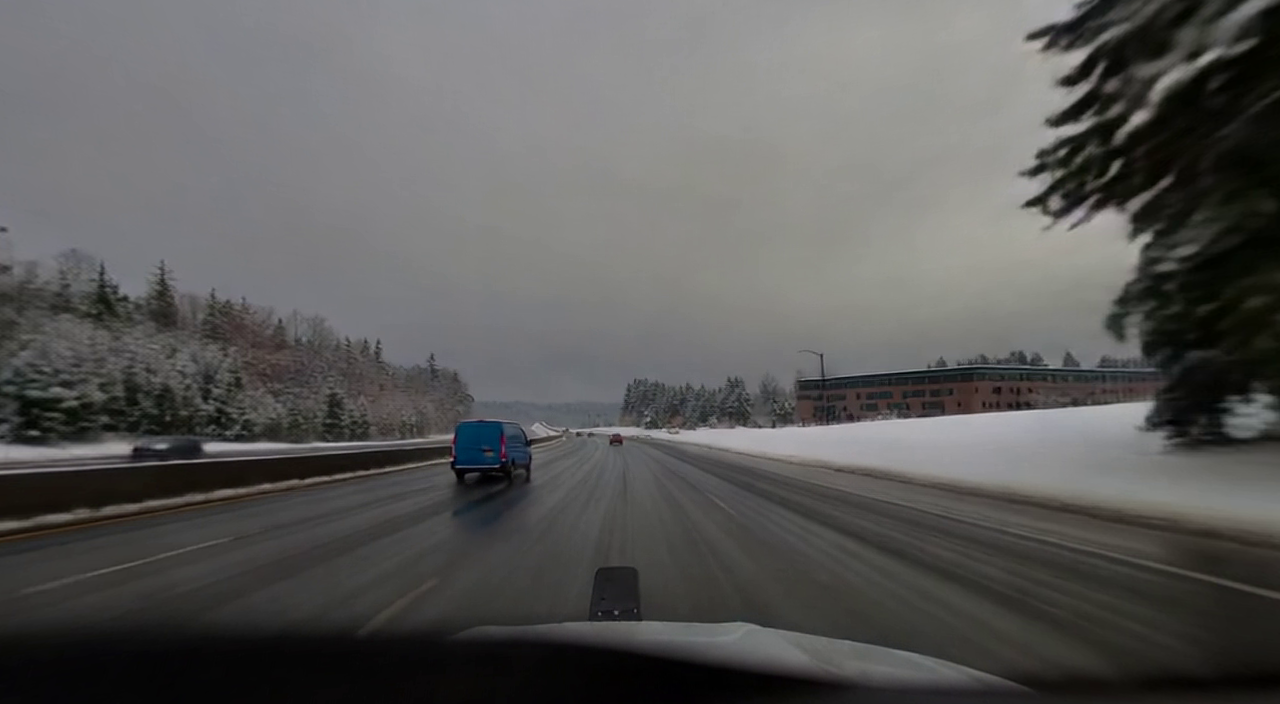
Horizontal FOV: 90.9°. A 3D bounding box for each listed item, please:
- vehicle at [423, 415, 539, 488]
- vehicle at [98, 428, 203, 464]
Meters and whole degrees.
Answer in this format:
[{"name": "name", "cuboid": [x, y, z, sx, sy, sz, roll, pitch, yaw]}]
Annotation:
[{"name": "vehicle", "cuboid": [-4.423, 2.827, 18.376, 2.219, 1.827, 4.738, 0, -7, -1]}, {"name": "vehicle", "cuboid": [-23.949, 4.589, 31.070, 1.923, 1.658, 4.312, 0, -7, -4]}]
